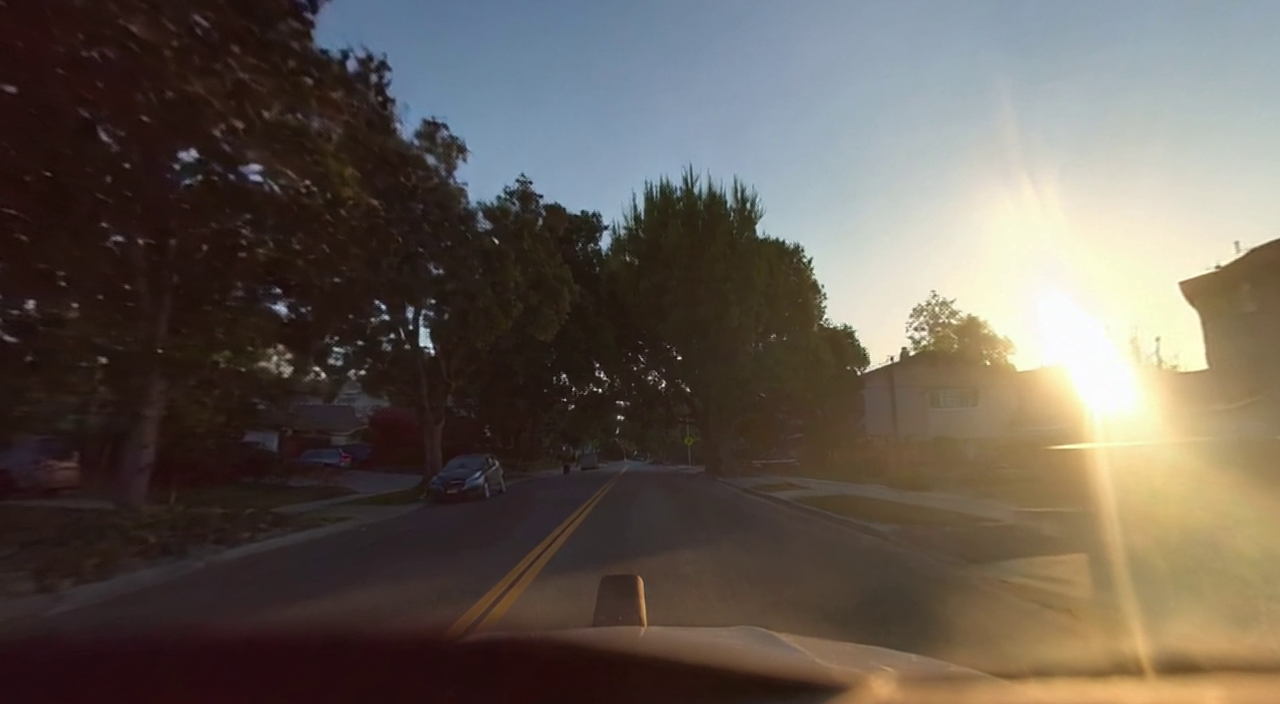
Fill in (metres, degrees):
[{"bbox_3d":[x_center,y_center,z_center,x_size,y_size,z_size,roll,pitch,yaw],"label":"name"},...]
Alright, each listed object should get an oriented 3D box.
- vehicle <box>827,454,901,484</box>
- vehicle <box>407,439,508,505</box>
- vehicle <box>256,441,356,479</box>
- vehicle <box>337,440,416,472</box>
[{"bbox_3d":[14.591,7.547,41.105,4.231,1.493,1.941,0,-8,32],"label":"vehicle"},{"bbox_3d":[-5.856,4.022,20.819,1.924,1.765,4.542,-5,-13,0],"label":"vehicle"},{"bbox_3d":[-17.091,5.528,32.309,4.742,1.495,1.963,-9,-11,23],"label":"vehicle"},{"bbox_3d":[-17.460,6.895,41.775,4.918,1.918,2.002,-7,-11,25],"label":"vehicle"}]
